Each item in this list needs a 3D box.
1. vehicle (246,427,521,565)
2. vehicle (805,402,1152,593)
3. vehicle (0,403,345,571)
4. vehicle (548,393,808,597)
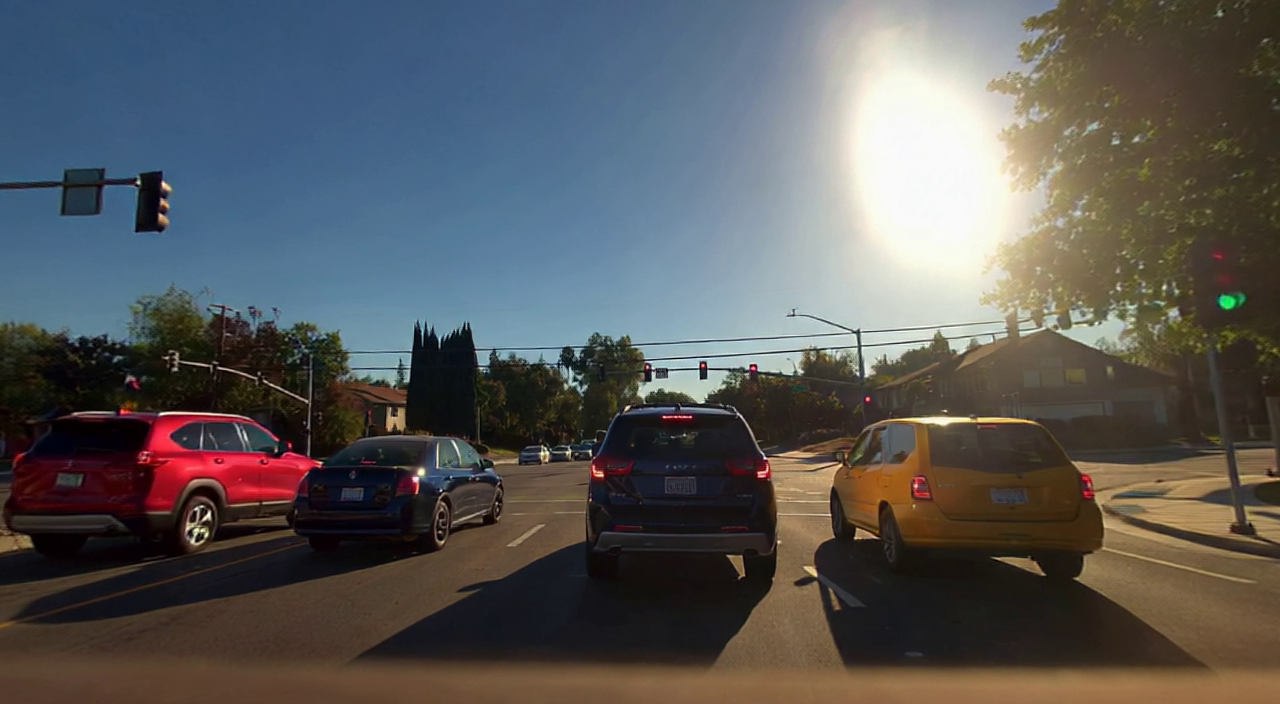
[{"bbox_3d":[-3.238,1.891,9.114,1.885,1.475,4.359,-1,-8,4],"label":"vehicle"},{"bbox_3d":[3.529,1.594,7.779,2.047,1.638,4.395,-1,-8,4],"label":"vehicle"},{"bbox_3d":[-6.641,1.819,9.299,2.075,1.796,4.785,0,-8,2],"label":"vehicle"},{"bbox_3d":[0.393,1.522,7.522,2.198,1.708,4.170,0,-8,2],"label":"vehicle"}]
